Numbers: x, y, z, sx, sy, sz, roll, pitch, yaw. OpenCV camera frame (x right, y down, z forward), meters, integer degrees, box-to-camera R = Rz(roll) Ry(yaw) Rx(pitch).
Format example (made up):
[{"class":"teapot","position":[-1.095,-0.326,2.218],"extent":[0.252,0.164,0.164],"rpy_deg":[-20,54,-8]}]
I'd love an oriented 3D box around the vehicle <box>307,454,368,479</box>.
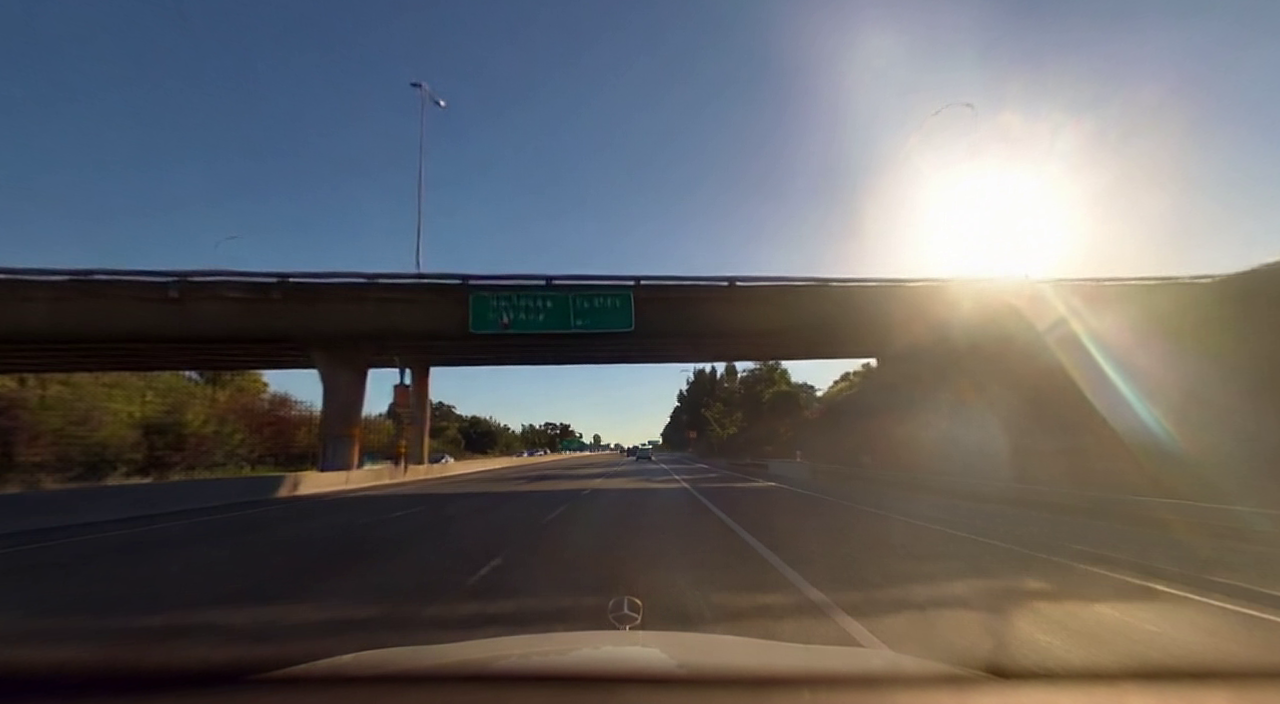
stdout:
[{"class":"vehicle","position":[-19.419,7.349,40.685],"extent":[1.798,1.458,4.213],"rpy_deg":[0,-9,1]}]
